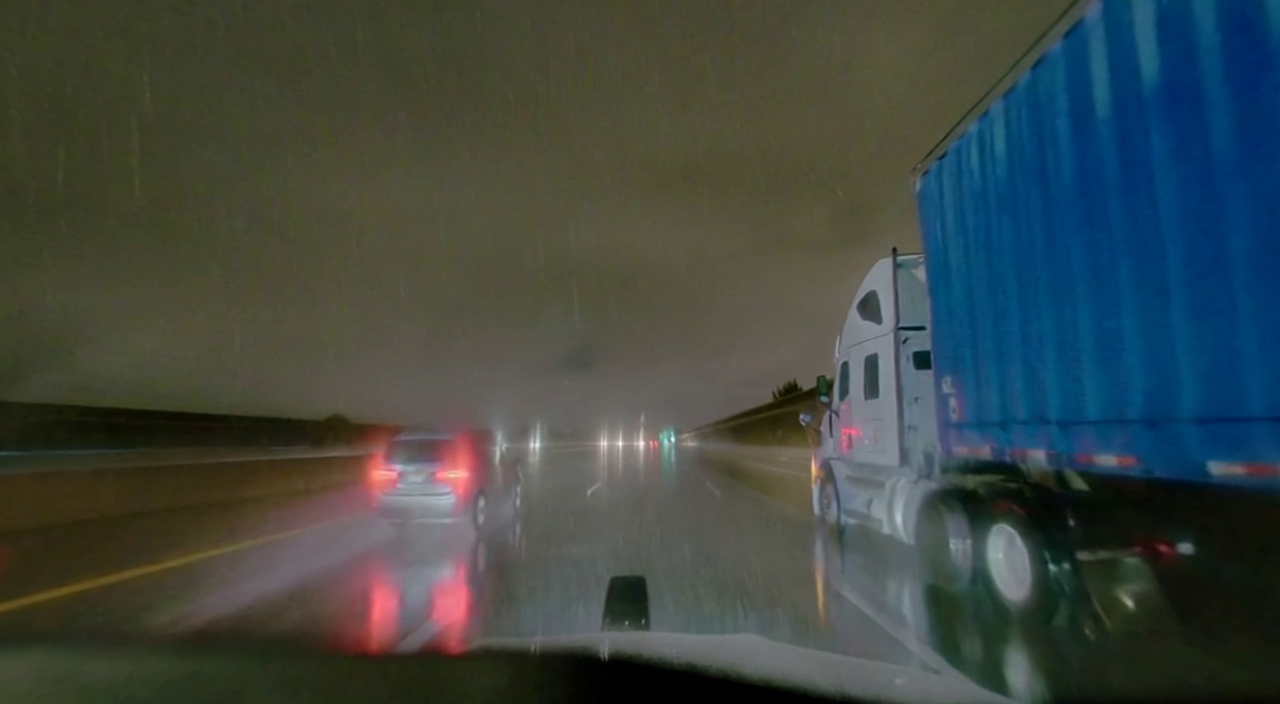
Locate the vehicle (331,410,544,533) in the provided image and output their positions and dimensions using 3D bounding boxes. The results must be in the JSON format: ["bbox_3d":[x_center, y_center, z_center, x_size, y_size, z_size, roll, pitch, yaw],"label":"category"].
[{"bbox_3d":[-3.199,2.005,11.188,2.189,1.707,4.692,0,-8,0],"label":"vehicle"}]

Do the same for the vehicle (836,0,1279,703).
[{"bbox_3d":[3.938,-0.529,0.983,2.989,4.067,13.991,0,-8,1],"label":"vehicle"}]
